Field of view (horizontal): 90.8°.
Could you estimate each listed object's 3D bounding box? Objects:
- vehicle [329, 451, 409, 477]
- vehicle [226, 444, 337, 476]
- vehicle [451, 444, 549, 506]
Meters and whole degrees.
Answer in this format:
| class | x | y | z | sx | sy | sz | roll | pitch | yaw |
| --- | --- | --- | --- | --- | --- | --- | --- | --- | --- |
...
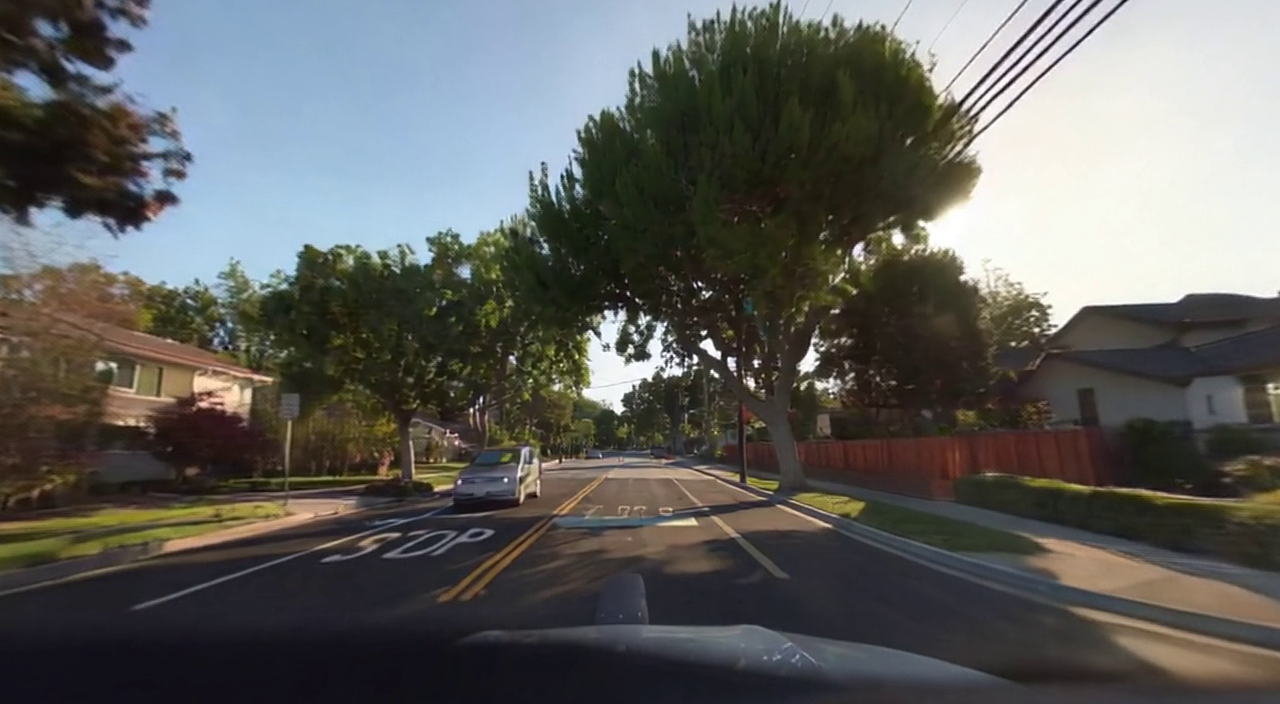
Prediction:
| class | x | y | z | sx | sy | sz | roll | pitch | yaw |
| --- | --- | --- | --- | --- | --- | --- | --- | --- | --- |
| vehicle | -16.802 | 6.925 | 39.363 | 4.199 | 1.510 | 2.058 | 1 | -9 | -10 |
| vehicle | -22.097 | 6.645 | 39.168 | 5.369 | 1.862 | 2.338 | 1 | -9 | -9 |
| vehicle | -3.912 | 3.483 | 18.373 | 1.935 | 1.595 | 3.972 | 0 | -8 | 0 |
